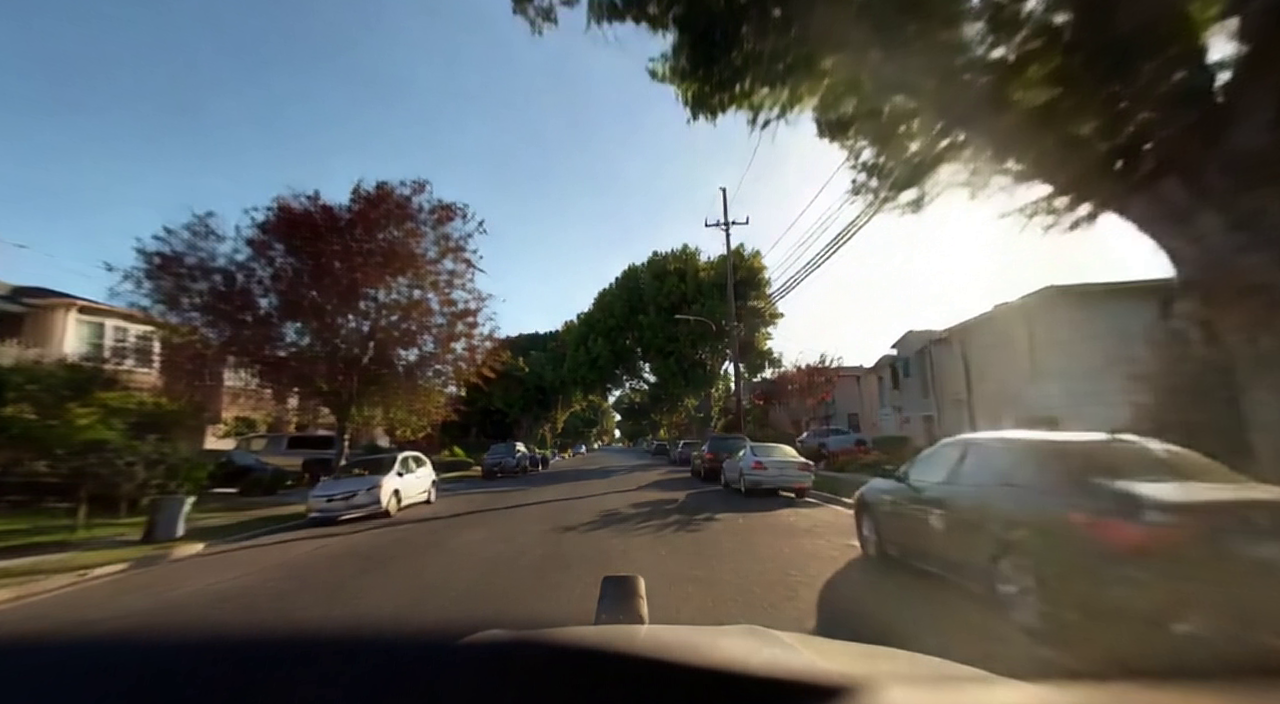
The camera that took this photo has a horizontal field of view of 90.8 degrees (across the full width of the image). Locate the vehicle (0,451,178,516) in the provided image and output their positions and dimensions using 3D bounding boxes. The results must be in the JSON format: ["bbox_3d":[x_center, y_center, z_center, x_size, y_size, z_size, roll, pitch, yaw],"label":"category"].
[{"bbox_3d":[-15.482,3.553,17.591,1.886,1.423,4.491,2,-8,-2],"label":"vehicle"}]

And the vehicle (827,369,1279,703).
[{"bbox_3d":[3.525,1.248,5.490,2.247,1.618,4.655,2,-8,-2],"label":"vehicle"}]

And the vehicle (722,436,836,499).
[{"bbox_3d":[3.546,3.025,17.056,1.848,1.436,4.582,0,-8,-2],"label":"vehicle"}]

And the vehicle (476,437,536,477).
[{"bbox_3d":[-6.671,5.292,32.006,2.118,1.753,4.377,-4,-9,-2],"label":"vehicle"}]

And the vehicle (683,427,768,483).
[{"bbox_3d":[2.981,3.769,23.512,2.122,1.809,5.421,0,-8,-3],"label":"vehicle"}]

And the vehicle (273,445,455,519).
[{"bbox_3d":[-6.263,2.971,15.155,2.199,1.439,4.757,-1,-8,1],"label":"vehicle"}]

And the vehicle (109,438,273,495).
[{"bbox_3d":[-16.519,4.157,23.364,4.747,1.899,2.181,-1,-7,11],"label":"vehicle"}]
